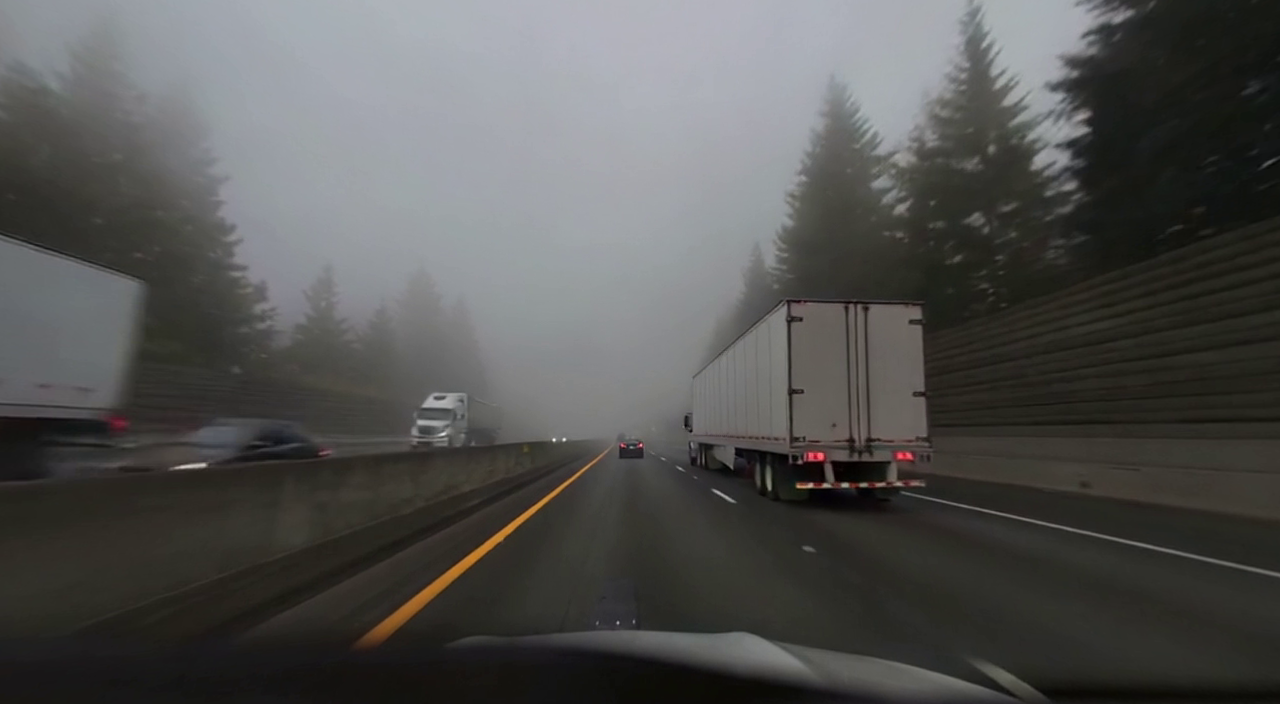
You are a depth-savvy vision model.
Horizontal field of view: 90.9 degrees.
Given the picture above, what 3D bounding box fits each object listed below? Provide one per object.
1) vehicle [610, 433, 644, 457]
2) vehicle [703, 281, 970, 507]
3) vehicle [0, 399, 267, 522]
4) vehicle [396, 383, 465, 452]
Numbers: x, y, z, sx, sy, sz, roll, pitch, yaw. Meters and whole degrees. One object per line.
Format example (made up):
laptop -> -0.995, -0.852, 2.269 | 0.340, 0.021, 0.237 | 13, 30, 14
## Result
vehicle -> -0.808, 6.017, 41.048 | 2.119, 1.480, 4.000 | 0, -8, -1
vehicle -> 4.171, 1.632, 18.187 | 2.953, 4.045, 13.843 | 0, -8, -1
vehicle -> -8.136, 1.619, 9.893 | 1.885, 1.483, 4.516 | 0, -8, -2
vehicle -> -13.468, 4.259, 40.705 | 3.405, 4.213, 2.708 | 0, -8, -1
